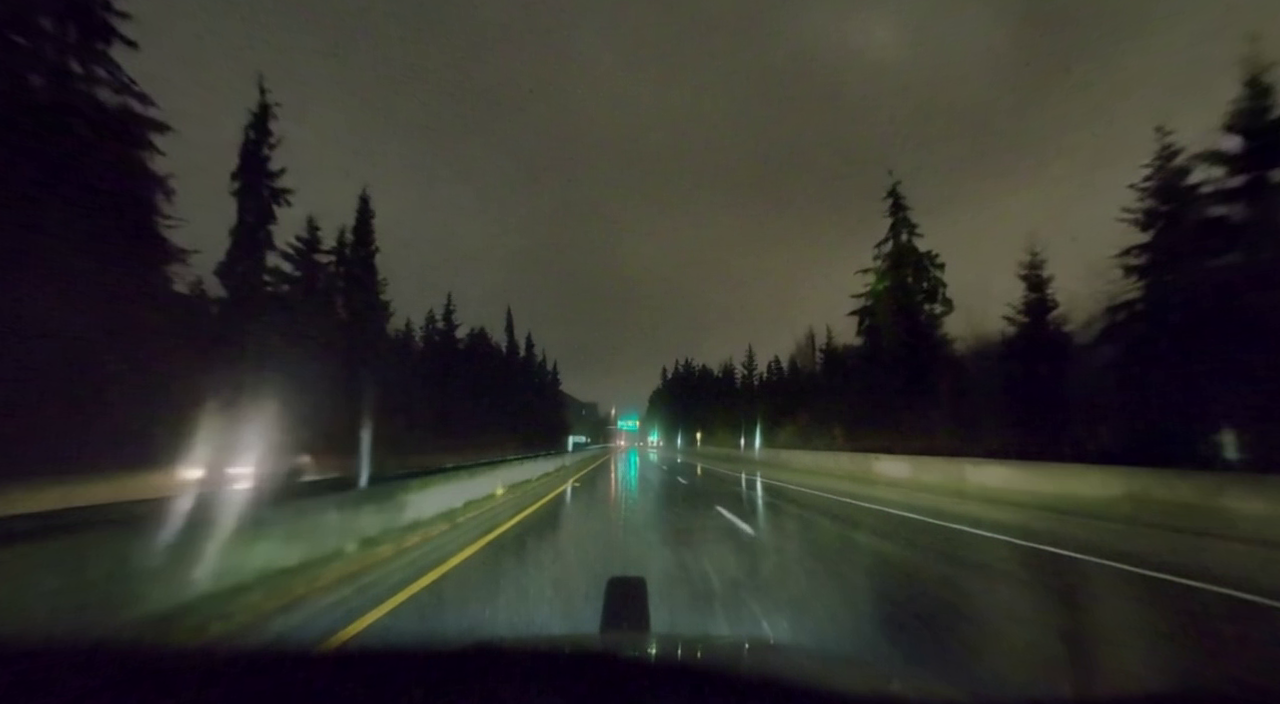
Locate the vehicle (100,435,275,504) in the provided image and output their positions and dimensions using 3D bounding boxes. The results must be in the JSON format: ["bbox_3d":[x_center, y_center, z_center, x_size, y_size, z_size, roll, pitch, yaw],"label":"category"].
[{"bbox_3d":[-12.441,3.220,17.691,1.873,1.685,4.030,0,-8,0],"label":"vehicle"}]
